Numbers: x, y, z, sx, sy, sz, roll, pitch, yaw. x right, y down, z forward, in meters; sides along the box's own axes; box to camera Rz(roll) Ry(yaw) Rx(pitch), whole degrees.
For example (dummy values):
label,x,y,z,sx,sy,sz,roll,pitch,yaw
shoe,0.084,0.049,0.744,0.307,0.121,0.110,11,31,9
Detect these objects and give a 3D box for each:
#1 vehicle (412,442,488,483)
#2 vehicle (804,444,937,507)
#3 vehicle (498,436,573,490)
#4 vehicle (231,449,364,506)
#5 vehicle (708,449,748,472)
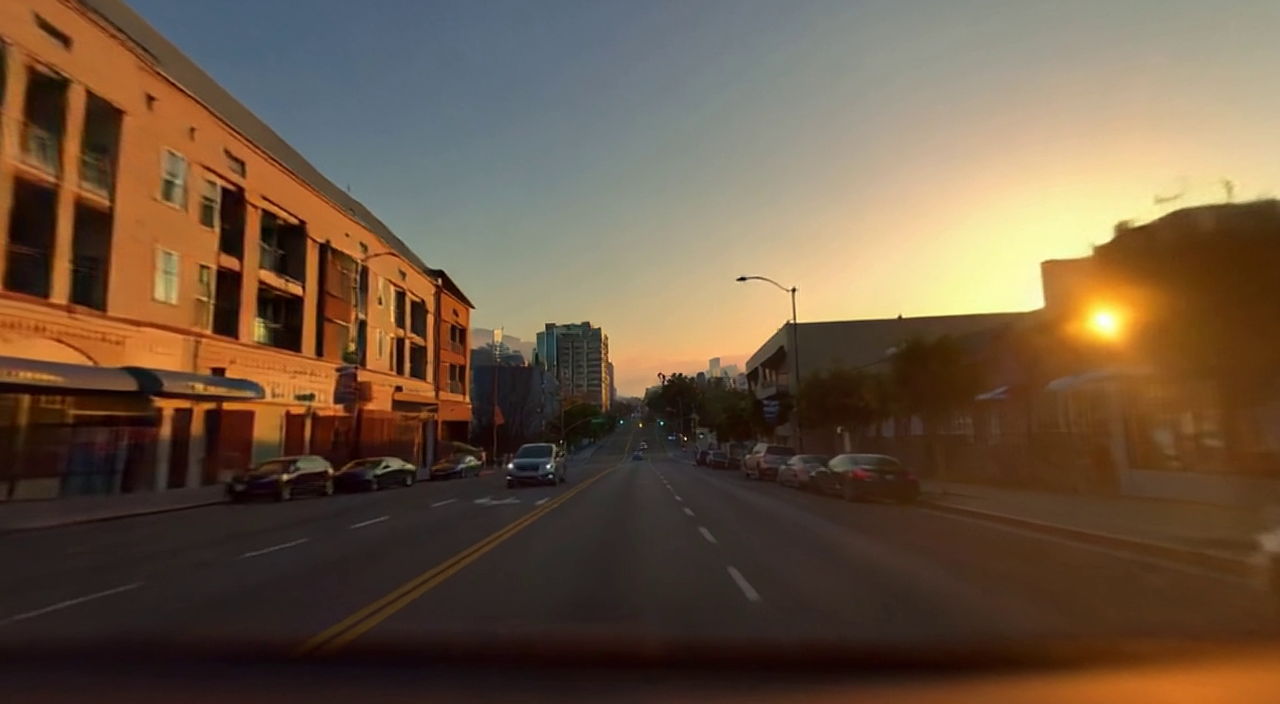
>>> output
label,x,y,z,sx,sy,sz,roll,pitch,yaw
vehicle,-10.050,5.836,33.912,2.137,1.982,5.794,-1,-8,2
vehicle,6.117,3.293,17.458,1.837,1.482,4.706,0,-8,-1
vehicle,-3.596,3.884,22.535,1.980,1.718,4.120,0,-8,0
vehicle,-10.265,3.751,19.333,1.812,1.531,3.934,0,-8,1
vehicle,6.034,7.506,43.863,1.902,1.484,4.714,0,-8,-2
